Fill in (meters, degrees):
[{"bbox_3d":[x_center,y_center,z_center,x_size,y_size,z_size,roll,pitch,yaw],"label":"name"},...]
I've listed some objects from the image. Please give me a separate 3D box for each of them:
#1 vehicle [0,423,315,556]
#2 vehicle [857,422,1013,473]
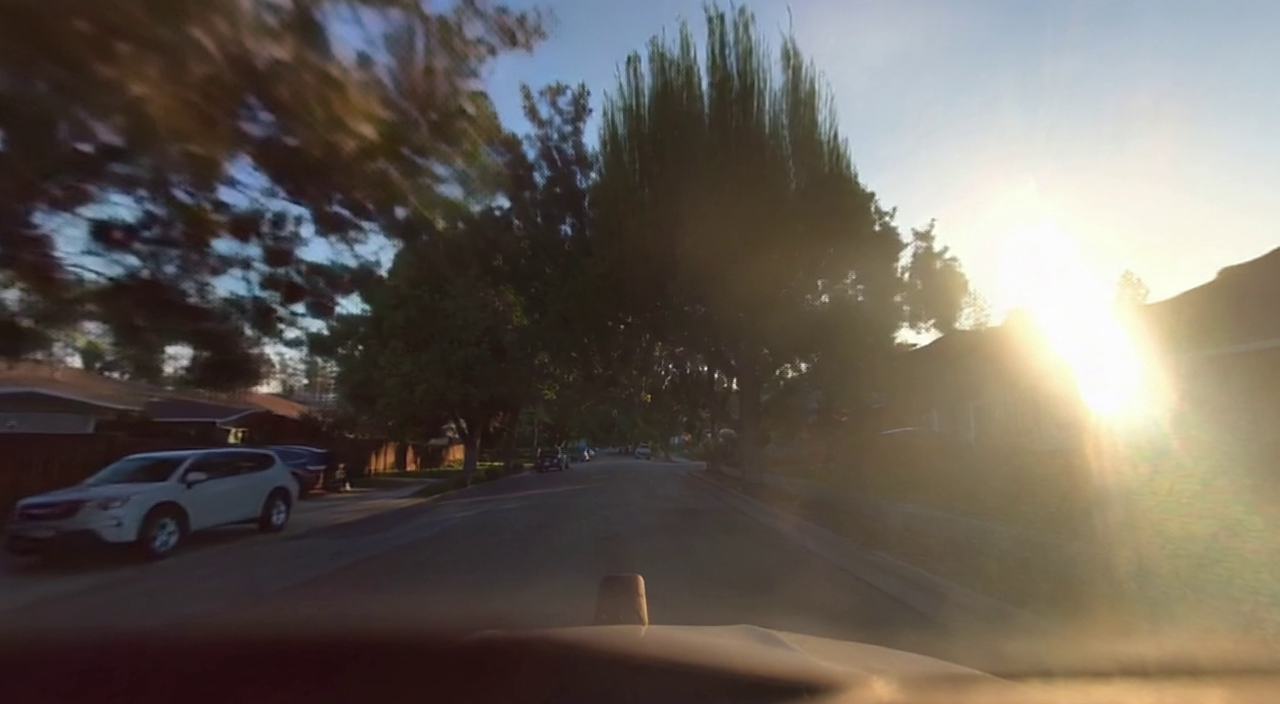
[{"bbox_3d":[-8.427,2.391,11.518,2.352,1.843,4.979,-1,-10,0],"label":"vehicle"},{"bbox_3d":[12.093,3.931,26.115,5.367,1.953,2.257,1,-9,-9],"label":"vehicle"}]
